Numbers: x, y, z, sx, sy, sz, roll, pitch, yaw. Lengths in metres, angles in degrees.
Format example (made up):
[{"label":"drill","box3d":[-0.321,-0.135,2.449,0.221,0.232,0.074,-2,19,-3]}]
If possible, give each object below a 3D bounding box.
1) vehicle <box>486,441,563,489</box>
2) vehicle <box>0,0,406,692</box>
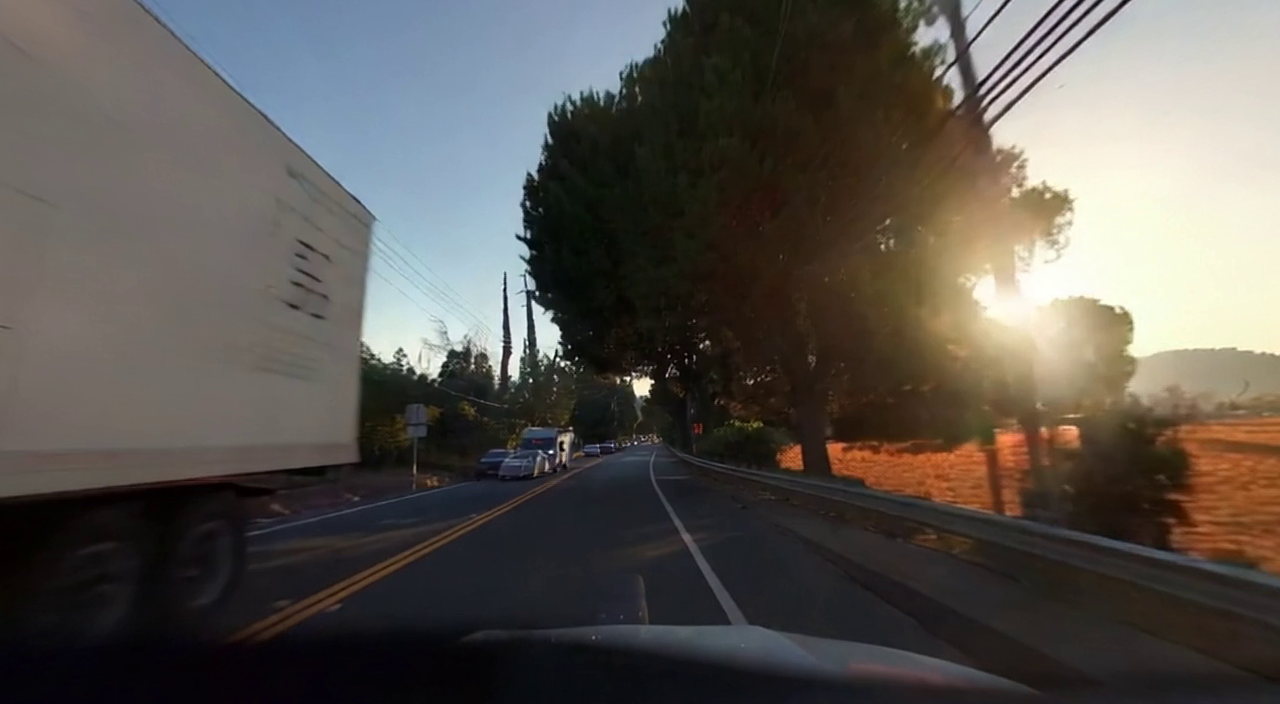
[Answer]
[{"label":"vehicle","box3d":[-4.678,4.621,26.389,2.268,1.661,4.642,-3,-8,0]},{"label":"vehicle","box3d":[-5.039,-0.771,0.718,3.452,4.409,16.846,-2,-8,-1]}]
